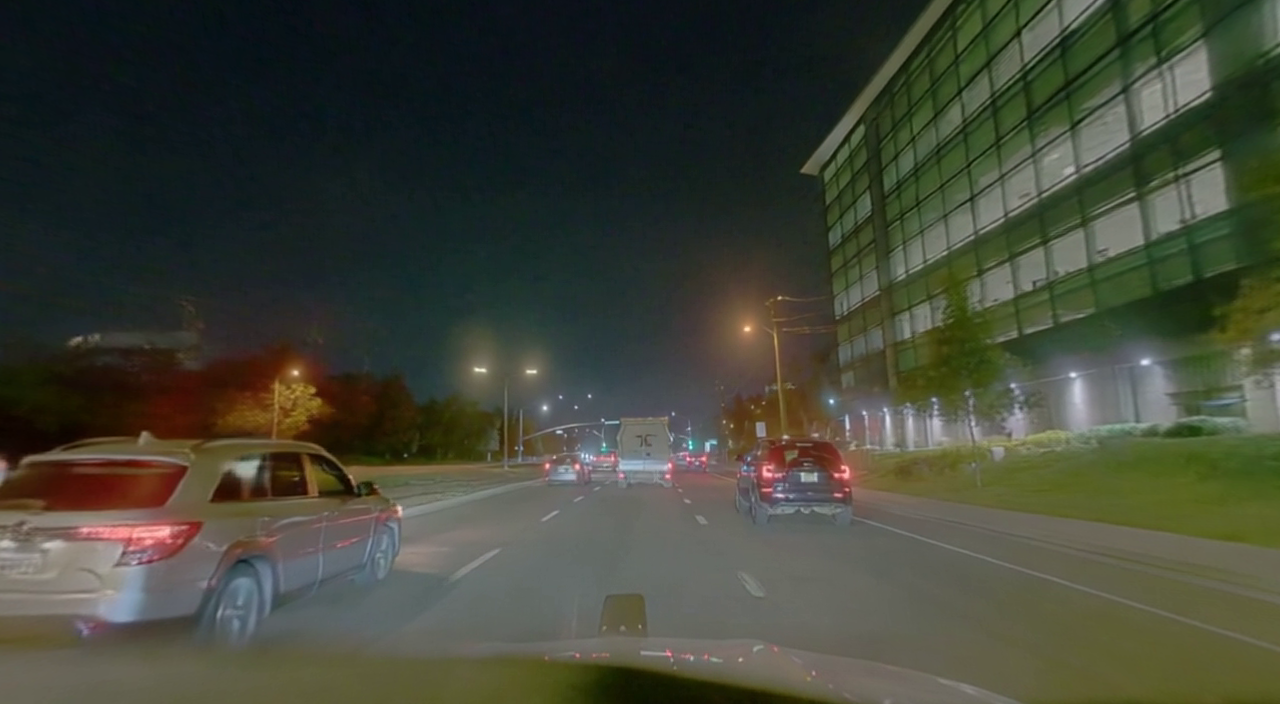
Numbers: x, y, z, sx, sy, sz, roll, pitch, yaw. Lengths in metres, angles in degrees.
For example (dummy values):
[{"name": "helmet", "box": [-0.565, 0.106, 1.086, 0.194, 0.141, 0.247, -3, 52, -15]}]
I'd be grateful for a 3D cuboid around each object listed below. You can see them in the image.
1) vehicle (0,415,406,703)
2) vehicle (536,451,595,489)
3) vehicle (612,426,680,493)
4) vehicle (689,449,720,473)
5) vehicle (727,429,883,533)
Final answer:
[{"name": "vehicle", "box": [-3.602, 1.432, 5.048, 1.934, 1.643, 3.718, 0, -9, 1]}, {"name": "vehicle", "box": [-3.263, 5.284, 28.502, 1.984, 1.567, 4.311, 0, -9, 2]}, {"name": "vehicle", "box": [0.366, 4.336, 25.662, 2.457, 2.440, 5.486, -1, -9, 3]}, {"name": "vehicle", "box": [4.844, 8.291, 47.855, 2.092, 1.696, 4.218, 0, -9, 2]}, {"name": "vehicle", "box": [3.382, 2.751, 13.999, 2.283, 1.923, 4.427, 0, -9, 0]}]
